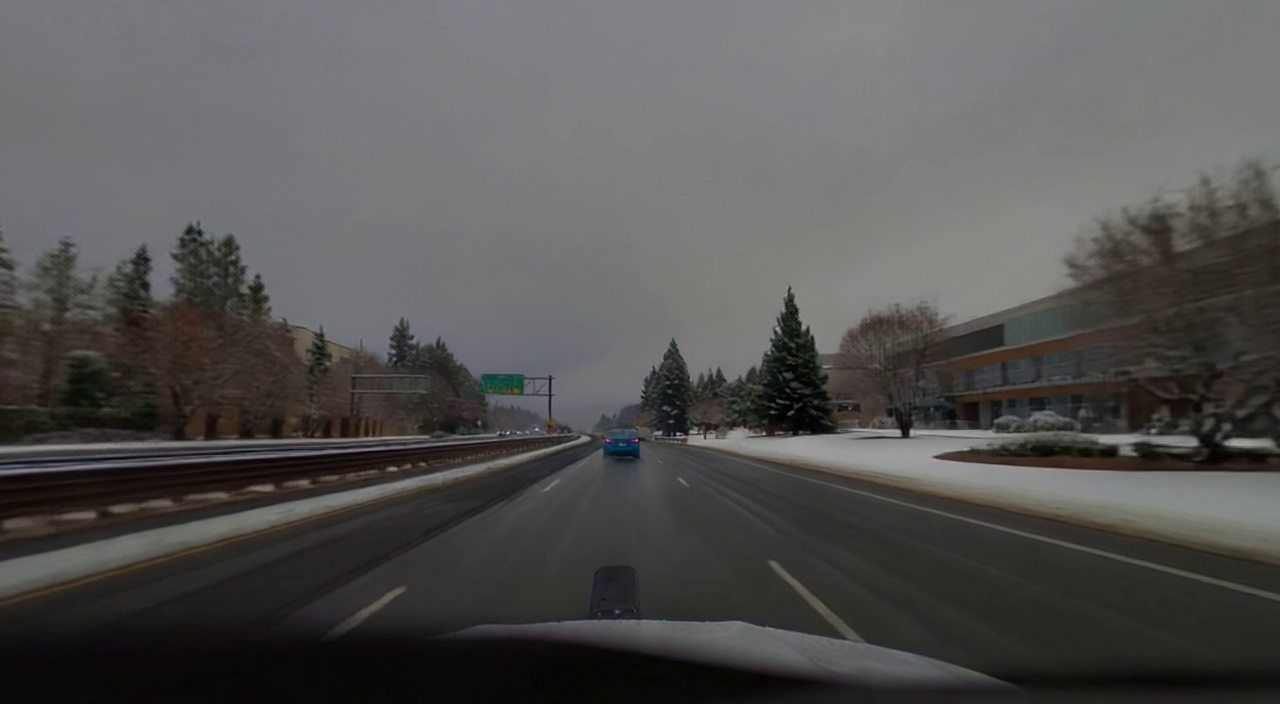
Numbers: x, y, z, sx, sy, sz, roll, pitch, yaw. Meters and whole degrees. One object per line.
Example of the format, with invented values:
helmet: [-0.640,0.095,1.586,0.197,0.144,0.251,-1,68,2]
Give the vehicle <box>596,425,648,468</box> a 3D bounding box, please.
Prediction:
vehicle: [-0.737,3.899,26.126,2.020,1.633,3.942,0,-8,-1]
